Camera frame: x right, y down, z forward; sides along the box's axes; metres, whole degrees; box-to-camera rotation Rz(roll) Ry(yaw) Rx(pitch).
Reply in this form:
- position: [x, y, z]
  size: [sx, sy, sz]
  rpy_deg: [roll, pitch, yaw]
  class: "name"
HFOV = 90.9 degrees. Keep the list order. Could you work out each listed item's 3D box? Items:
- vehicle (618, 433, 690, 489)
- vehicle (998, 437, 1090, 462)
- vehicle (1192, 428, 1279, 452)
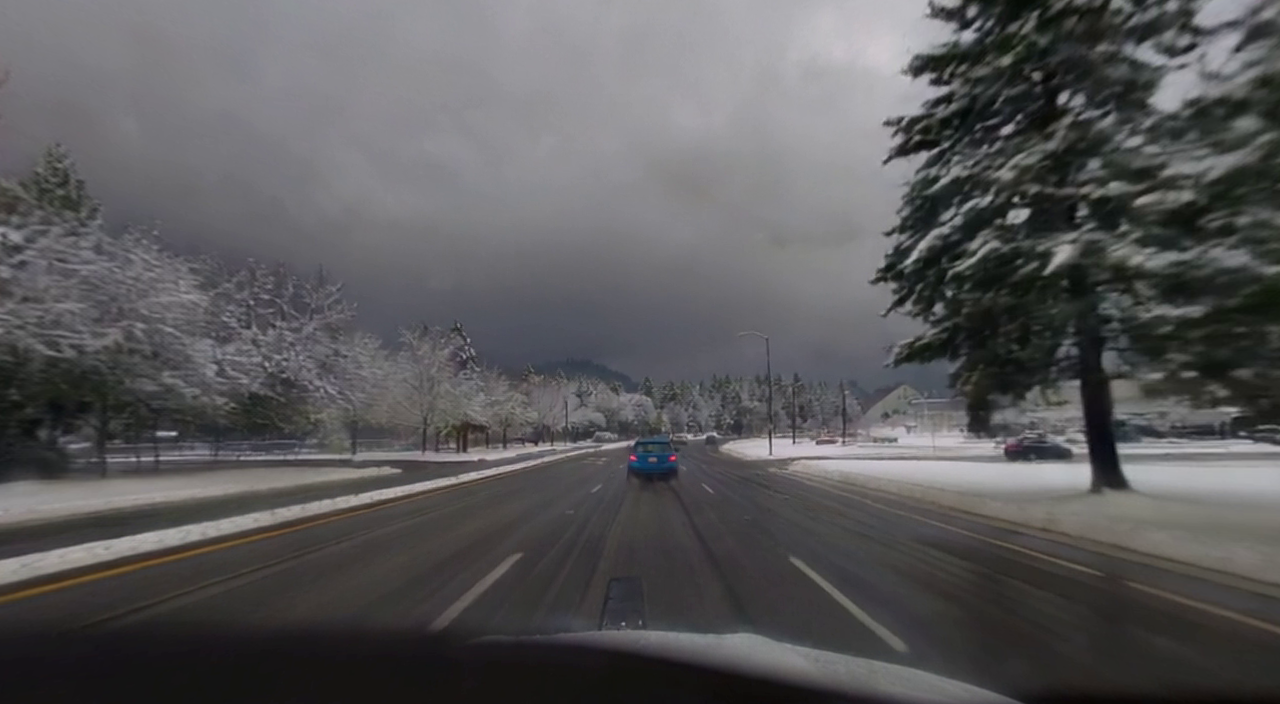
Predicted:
- position: [0.404, 3.319, 19.497]
  size: [2.010, 1.535, 3.735]
  rpy_deg: [0, -8, 0]
  class: "vehicle"
- position: [25.162, 6.096, 39.410]
  size: [4.305, 1.457, 1.885]
  rpy_deg: [-1, -8, 7]
  class: "vehicle"
- position: [42.839, 6.335, 45.344]
  size: [4.324, 1.411, 1.882]
  rpy_deg: [-4, -9, 1]
  class: "vehicle"
